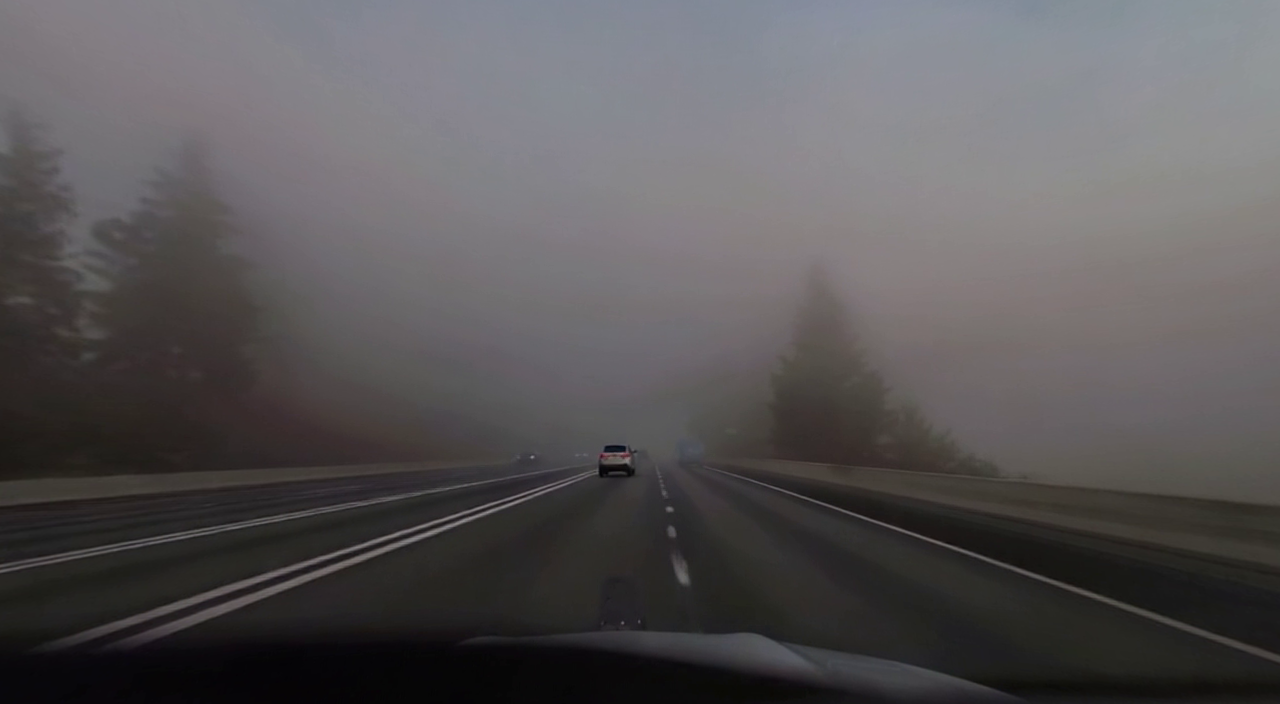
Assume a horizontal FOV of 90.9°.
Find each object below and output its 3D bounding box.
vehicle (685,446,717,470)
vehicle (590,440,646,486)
[{"bbox_3d":[4.524,7.929,47.205,2.040,1.721,4.507,-1,-9,1],"label":"vehicle"},{"bbox_3d":[-0.828,4.579,26.161,2.038,1.723,4.150,-1,-9,2],"label":"vehicle"}]
